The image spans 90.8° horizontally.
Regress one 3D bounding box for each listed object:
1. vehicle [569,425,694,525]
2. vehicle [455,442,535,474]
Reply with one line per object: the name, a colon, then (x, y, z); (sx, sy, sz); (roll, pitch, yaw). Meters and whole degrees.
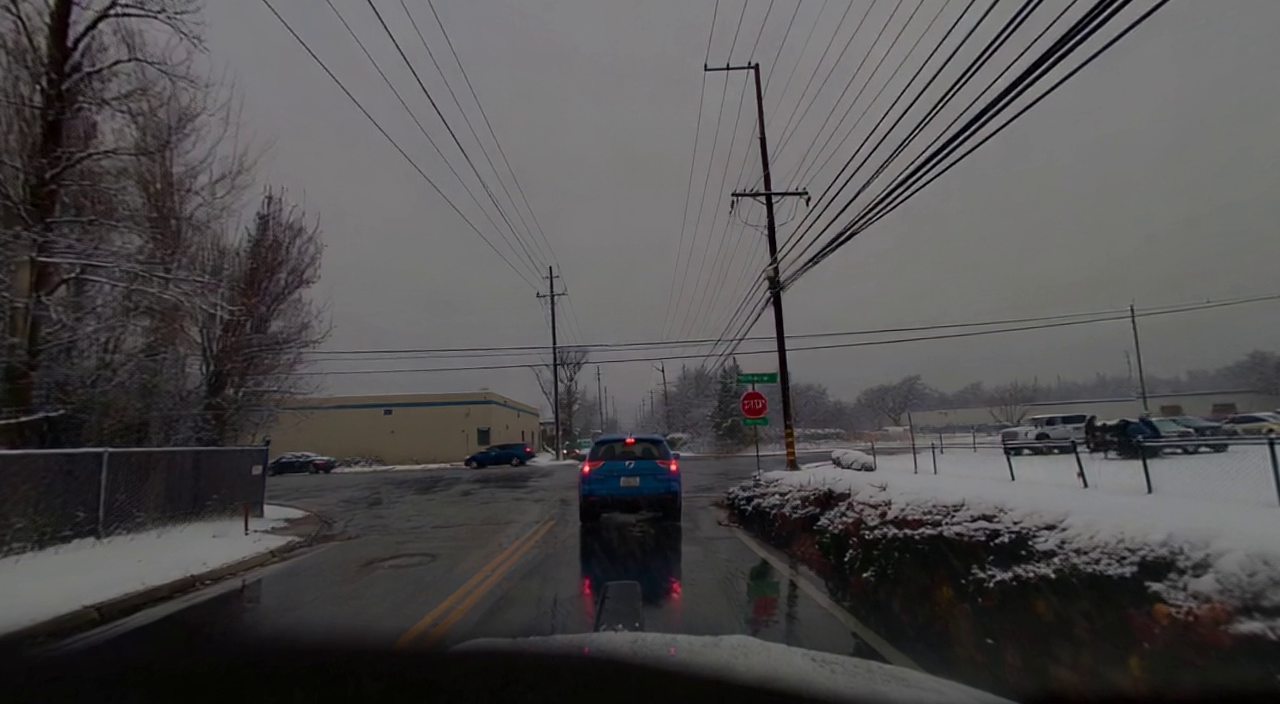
vehicle: (-0.196, 2.420, 13.010); (2.137, 1.698, 4.166); (0, -8, -1)
vehicle: (-8.549, 6.184, 37.129); (4.415, 1.753, 2.029); (-6, -10, 34)
